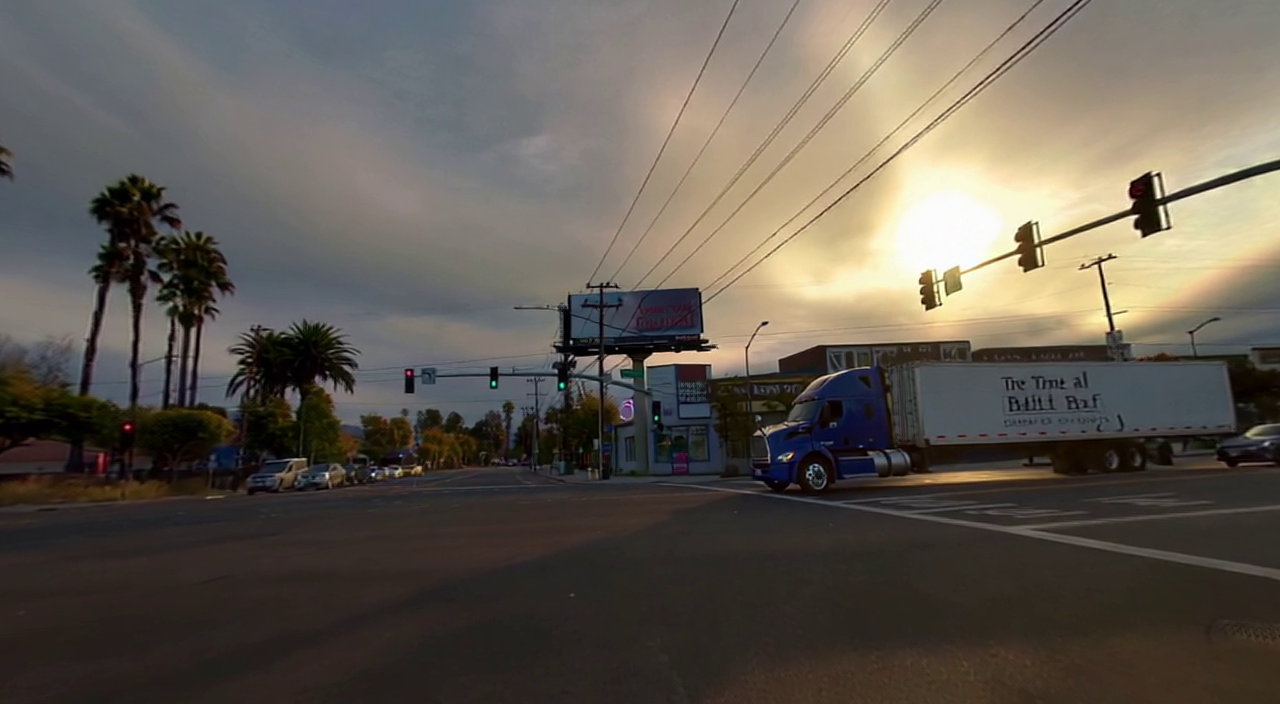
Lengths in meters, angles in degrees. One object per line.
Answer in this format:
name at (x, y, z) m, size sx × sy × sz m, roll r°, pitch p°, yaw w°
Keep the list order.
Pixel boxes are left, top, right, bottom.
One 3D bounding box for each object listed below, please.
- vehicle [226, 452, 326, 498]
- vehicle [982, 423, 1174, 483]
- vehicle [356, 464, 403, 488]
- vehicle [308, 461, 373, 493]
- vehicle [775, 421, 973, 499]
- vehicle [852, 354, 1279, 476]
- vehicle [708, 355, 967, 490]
vehicle at (-22.845, 7.688, 40.148) m, size 2.989 × 2.573 × 6.053 m, roll 0°, pitch -9°, yaw -4°
vehicle at (14.059, 3.266, 20.437) m, size 4.958 × 1.510 × 1.949 m, roll -2°, pitch -10°, yaw -10°
vehicle at (-19.408, 9.198, 47.332) m, size 1.834 × 1.521 × 4.970 m, roll 0°, pitch -9°, yaw -5°
vehicle at (-18.418, 7.671, 39.156) m, size 2.028 × 1.744 × 4.876 m, roll 0°, pitch -9°, yaw -5°
vehicle at (7.069, 3.295, 19.423) m, size 5.079 × 1.893 × 2.200 m, roll -2°, pitch -10°, yaw -11°
vehicle at (16.964, 2.445, 24.565) m, size 17.071 × 4.151 × 2.876 m, roll 1°, pitch -9°, yaw -11°
vehicle at (6.874, 2.526, 22.686) m, size 8.167 × 4.352 × 3.029 m, roll 1°, pitch -9°, yaw -10°
